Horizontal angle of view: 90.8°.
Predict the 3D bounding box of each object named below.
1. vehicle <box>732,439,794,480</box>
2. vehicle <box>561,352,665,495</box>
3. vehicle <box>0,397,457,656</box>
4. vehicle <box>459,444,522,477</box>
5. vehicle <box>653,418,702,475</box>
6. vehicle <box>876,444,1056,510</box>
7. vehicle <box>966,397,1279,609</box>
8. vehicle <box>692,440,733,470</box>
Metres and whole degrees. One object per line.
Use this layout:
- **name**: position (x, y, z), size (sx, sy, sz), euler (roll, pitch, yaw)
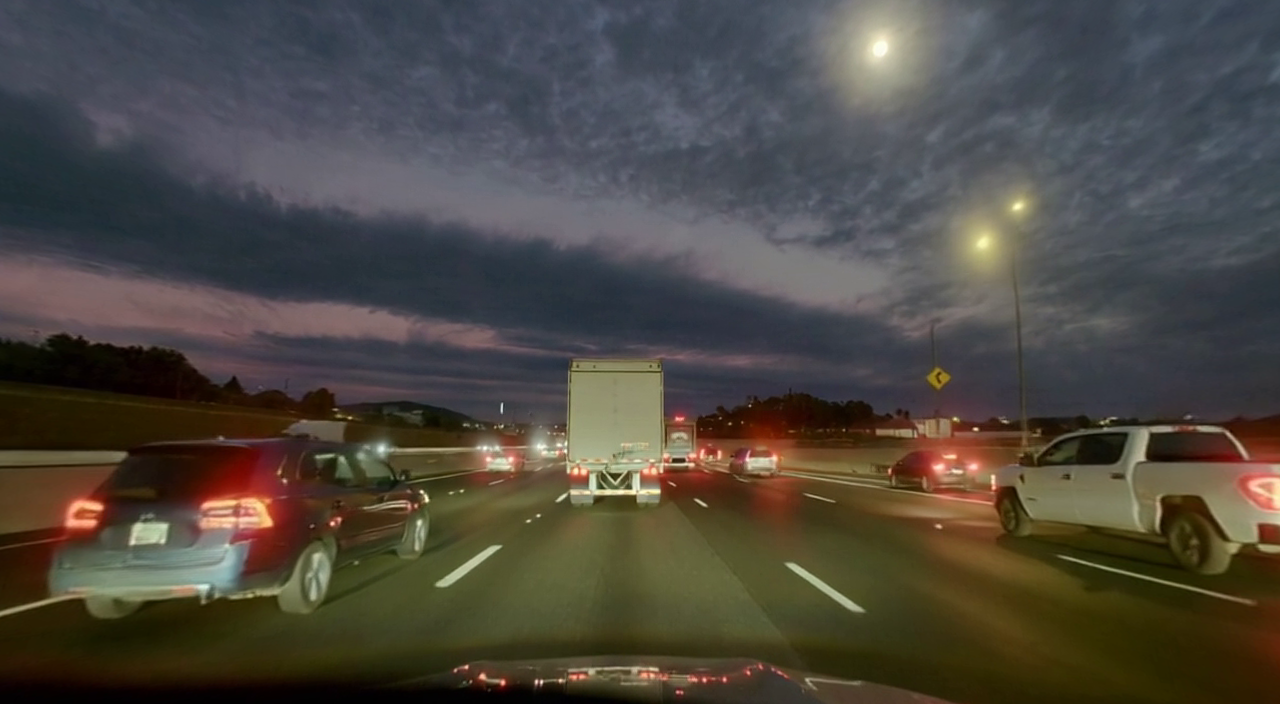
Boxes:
- **vehicle**: position (6.143, 5.431, 32.207), size (2.070, 1.888, 4.546), euler (0, -9, -2)
- **vehicle**: position (-0.763, 2.801, 23.297), size (2.906, 4.040, 10.743), euler (0, -9, 0)
- **vehicle**: position (-3.364, 1.433, 6.198), size (1.946, 1.641, 4.105), euler (0, -9, -1)
- **vehicle**: position (-7.303, 5.353, 31.404), size (1.973, 1.471, 4.779), euler (0, -9, 0)
- **vehicle**: position (2.397, 6.529, 43.732), size (2.669, 3.491, 8.645), euler (0, -9, -1)
- **vehicle**: position (8.470, 3.265, 17.082), size (2.002, 1.472, 4.950), euler (0, -9, -3)
- **vehicle**: position (6.324, 1.578, 7.429), size (2.188, 1.731, 5.031), euler (0, -9, -1)
- **vehicle**: position (5.460, 7.814, 48.047), size (2.297, 2.116, 5.052), euler (0, -9, -2)
